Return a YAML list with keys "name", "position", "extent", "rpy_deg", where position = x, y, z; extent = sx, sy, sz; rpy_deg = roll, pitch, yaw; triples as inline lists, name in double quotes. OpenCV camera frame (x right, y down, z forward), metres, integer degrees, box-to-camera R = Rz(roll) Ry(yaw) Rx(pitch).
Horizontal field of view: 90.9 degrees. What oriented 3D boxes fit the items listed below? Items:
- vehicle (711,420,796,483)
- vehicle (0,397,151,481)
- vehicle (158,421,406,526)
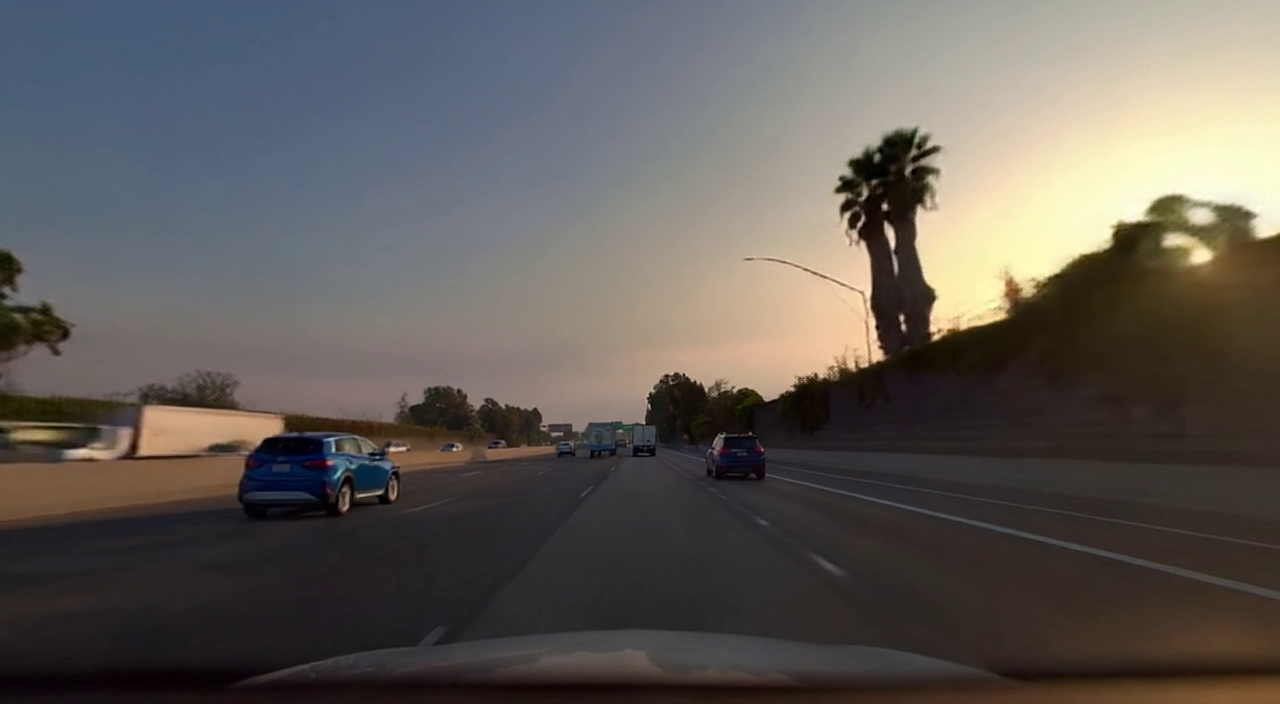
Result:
- name: "vehicle"
  position: [4.338, 3.900, 25.028]
  extent: [2.408, 2.210, 4.999]
  rpy_deg: [0, -8, 0]
- name: "vehicle"
  position: [-28.196, 4.274, 30.839]
  extent: [3.024, 3.640, 6.776]
  rpy_deg: [0, -8, 0]
- name: "vehicle"
  position: [-7.033, 2.424, 13.250]
  extent: [2.289, 1.774, 4.871]
  rpy_deg: [0, -8, 1]
